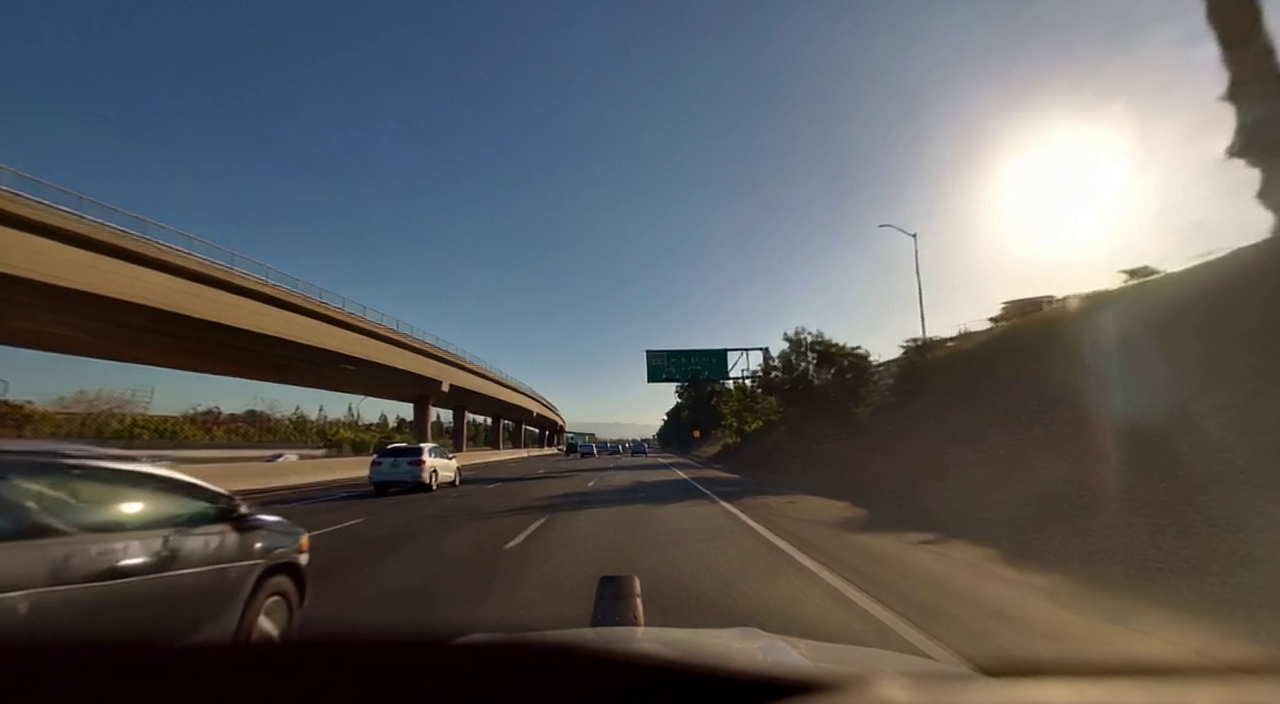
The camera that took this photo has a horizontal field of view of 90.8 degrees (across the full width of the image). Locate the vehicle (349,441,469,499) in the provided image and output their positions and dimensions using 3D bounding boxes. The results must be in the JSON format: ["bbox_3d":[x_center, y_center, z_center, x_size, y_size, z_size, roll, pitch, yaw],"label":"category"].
[{"bbox_3d":[-6.661,3.425,18.778,1.914,1.503,4.268,0,-9,0],"label":"vehicle"}]

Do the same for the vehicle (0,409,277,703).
[{"bbox_3d":[-3.527,0.912,1.989,1.978,1.499,4.695,0,-9,0],"label":"vehicle"}]
